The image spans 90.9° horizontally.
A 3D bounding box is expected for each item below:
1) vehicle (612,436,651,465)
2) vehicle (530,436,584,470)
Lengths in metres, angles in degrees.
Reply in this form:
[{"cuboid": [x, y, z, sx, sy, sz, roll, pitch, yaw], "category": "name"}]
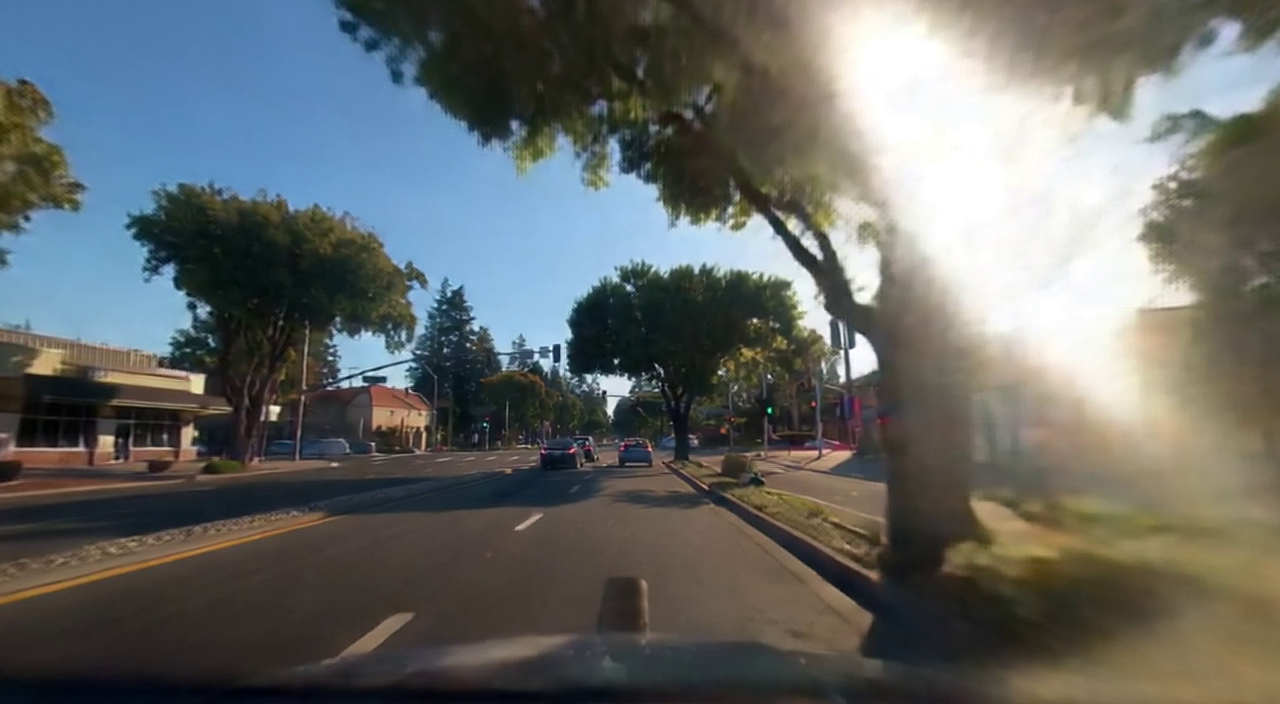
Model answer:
[{"cuboid": [-0.472, 5.465, 35.012, 2.066, 1.482, 3.923, 0, -8, -1], "category": "vehicle"}, {"cuboid": [-3.874, 4.800, 30.205, 1.942, 1.497, 4.561, 0, -8, 0], "category": "vehicle"}]
